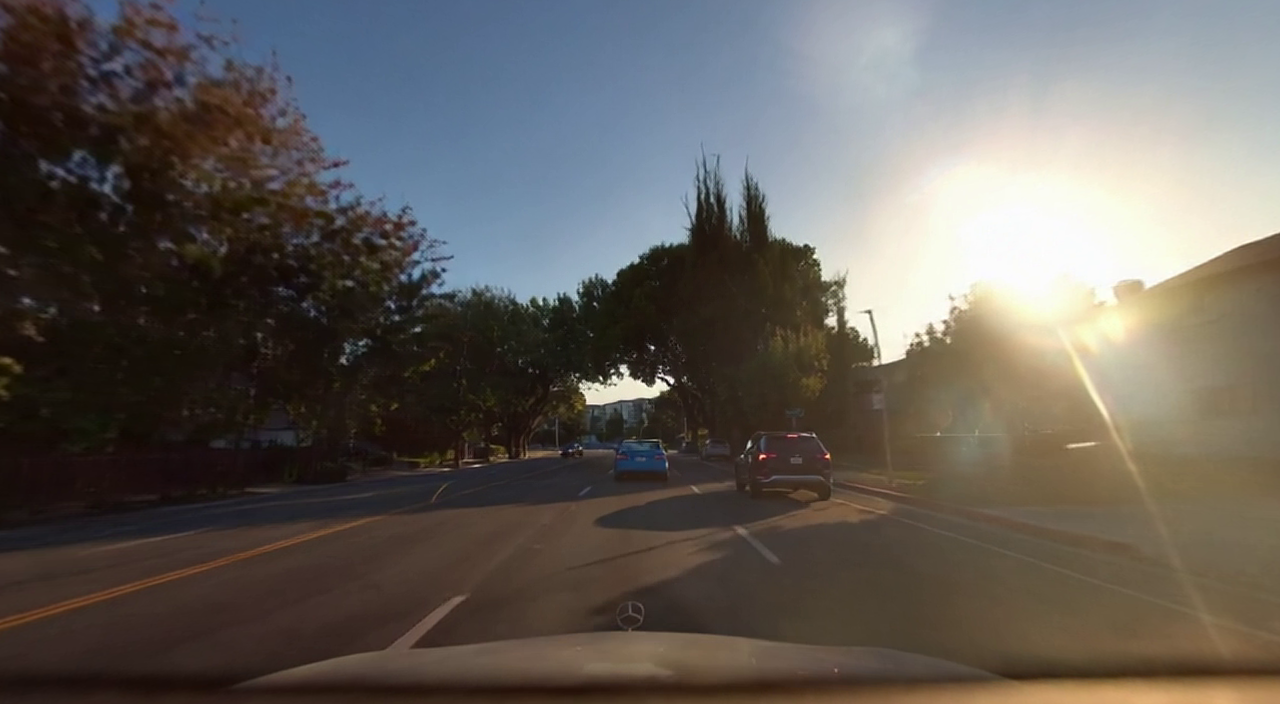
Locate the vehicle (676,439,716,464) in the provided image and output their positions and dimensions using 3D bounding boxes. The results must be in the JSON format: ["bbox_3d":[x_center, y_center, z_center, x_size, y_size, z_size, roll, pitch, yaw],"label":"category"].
[{"bbox_3d":[3.530,6.365,40.504,2.099,1.463,4.130,0,-8,-1],"label":"vehicle"}]

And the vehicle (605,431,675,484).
[{"bbox_3d":[0.021,3.635,22.009,2.200,1.653,4.127,0,-8,1],"label":"vehicle"}]

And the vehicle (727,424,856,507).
[{"bbox_3d":[3.483,2.703,15.508,2.024,1.711,4.512,0,-8,0],"label":"vehicle"}]
